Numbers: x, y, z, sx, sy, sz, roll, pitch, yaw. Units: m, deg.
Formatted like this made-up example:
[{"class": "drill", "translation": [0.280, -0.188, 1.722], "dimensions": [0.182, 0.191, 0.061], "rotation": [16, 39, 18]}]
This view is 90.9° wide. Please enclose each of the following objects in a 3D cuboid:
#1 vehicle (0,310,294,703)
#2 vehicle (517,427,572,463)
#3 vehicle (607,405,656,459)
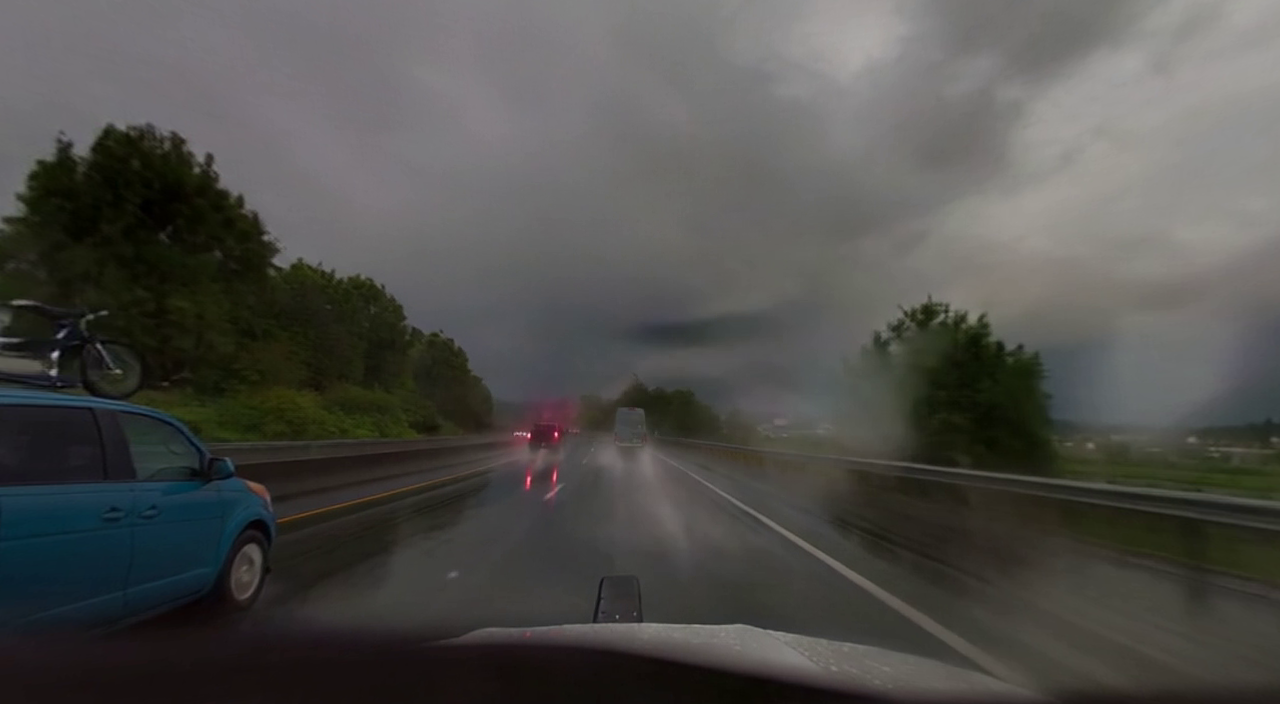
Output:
[{"class": "vehicle", "translation": [-3.645, 0.682, 2.349], "dimensions": [2.069, 1.751, 4.720], "rotation": [0, -8, -1]}, {"class": "vehicle", "translation": [-4.645, 4.574, 31.231], "dimensions": [2.110, 1.636, 4.453], "rotation": [0, -8, -1]}, {"class": "vehicle", "translation": [-0.610, 4.712, 37.033], "dimensions": [2.647, 2.896, 6.480], "rotation": [1, -8, -3]}]
